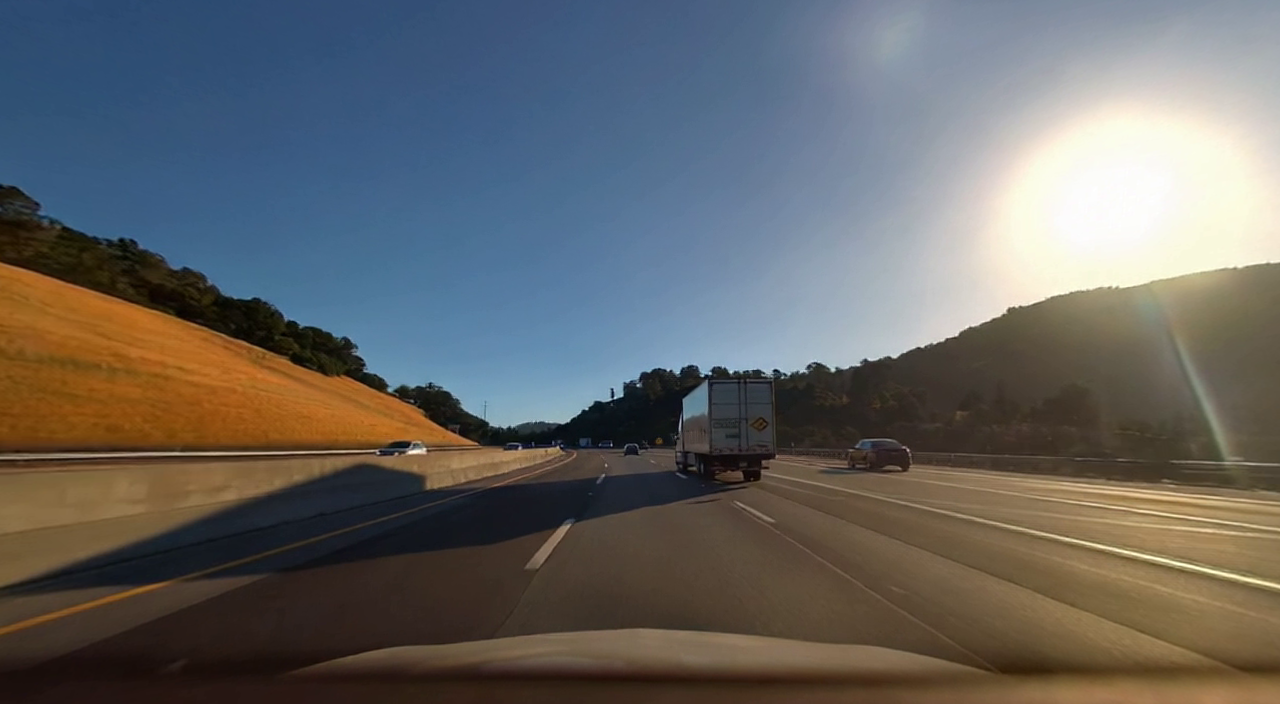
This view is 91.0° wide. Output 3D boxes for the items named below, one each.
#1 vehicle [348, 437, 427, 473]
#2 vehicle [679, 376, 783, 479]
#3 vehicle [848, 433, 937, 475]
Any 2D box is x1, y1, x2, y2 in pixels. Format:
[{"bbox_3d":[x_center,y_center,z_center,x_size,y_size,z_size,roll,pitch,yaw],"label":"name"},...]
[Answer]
[{"bbox_3d":[-13.365,5.499,33.757,2.113,1.783,5.320,0,-9,-1],"label":"vehicle"},{"bbox_3d":[3.833,3.700,29.750,3.049,3.968,10.706,0,-9,-1],"label":"vehicle"},{"bbox_3d":[11.422,4.659,28.903,2.046,1.741,4.769,0,-9,-1],"label":"vehicle"}]
